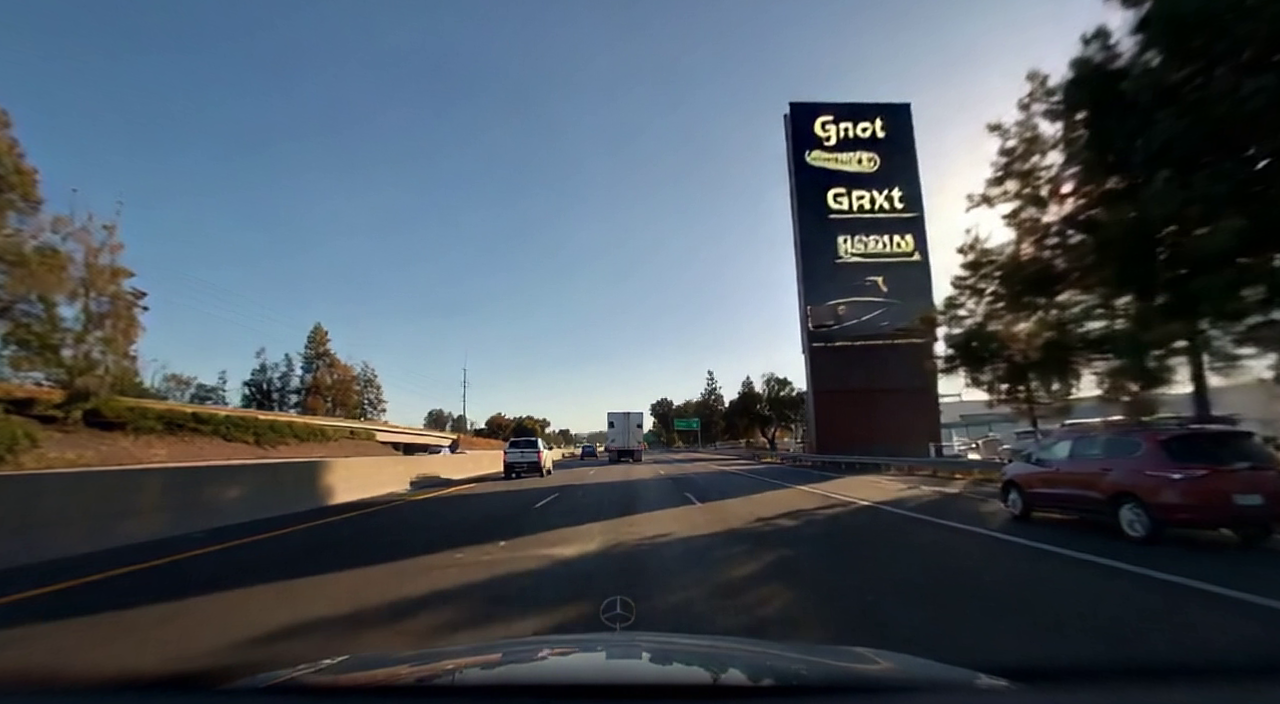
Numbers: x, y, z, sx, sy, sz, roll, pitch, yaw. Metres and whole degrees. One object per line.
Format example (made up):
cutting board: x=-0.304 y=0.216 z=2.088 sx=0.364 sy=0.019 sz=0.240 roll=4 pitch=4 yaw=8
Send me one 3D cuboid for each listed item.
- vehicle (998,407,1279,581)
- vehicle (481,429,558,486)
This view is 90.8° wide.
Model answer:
vehicle: x=6.956 y=1.697 z=8.320 sx=1.928 sy=1.686 sz=4.182 roll=0 pitch=-9 yaw=-1
vehicle: x=-4.460 y=4.006 z=24.196 sx=2.095 sy=1.930 sz=4.680 roll=0 pitch=-9 yaw=-1
